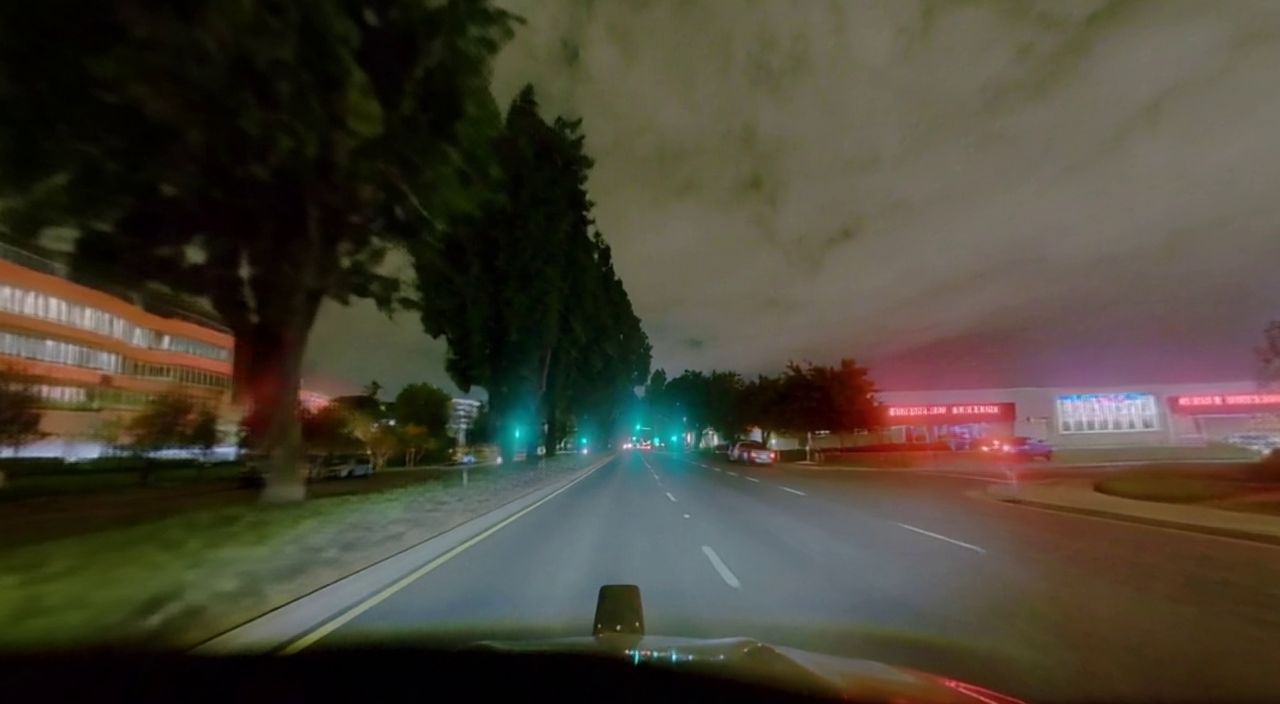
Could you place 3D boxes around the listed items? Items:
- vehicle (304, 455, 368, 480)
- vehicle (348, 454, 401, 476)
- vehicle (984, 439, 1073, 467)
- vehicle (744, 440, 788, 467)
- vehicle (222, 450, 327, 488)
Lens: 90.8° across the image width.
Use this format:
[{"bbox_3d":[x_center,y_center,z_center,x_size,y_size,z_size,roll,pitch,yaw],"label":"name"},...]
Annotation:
[{"bbox_3d":[-19.846,7.571,41.507,1.795,1.452,4.718,0,-9,1],"label":"vehicle"},{"bbox_3d":[-19.829,8.449,47.404,1.840,1.464,4.781,0,-9,1],"label":"vehicle"},{"bbox_3d":[23.634,6.151,38.509,4.518,1.599,1.850,2,-9,-14],"label":"vehicle"},{"bbox_3d":[9.071,7.337,45.737,1.994,1.738,4.622,4,-9,-2],"label":"vehicle"},{"bbox_3d":[-20.127,6.427,35.210,2.208,1.882,5.826,-1,-9,2],"label":"vehicle"}]
